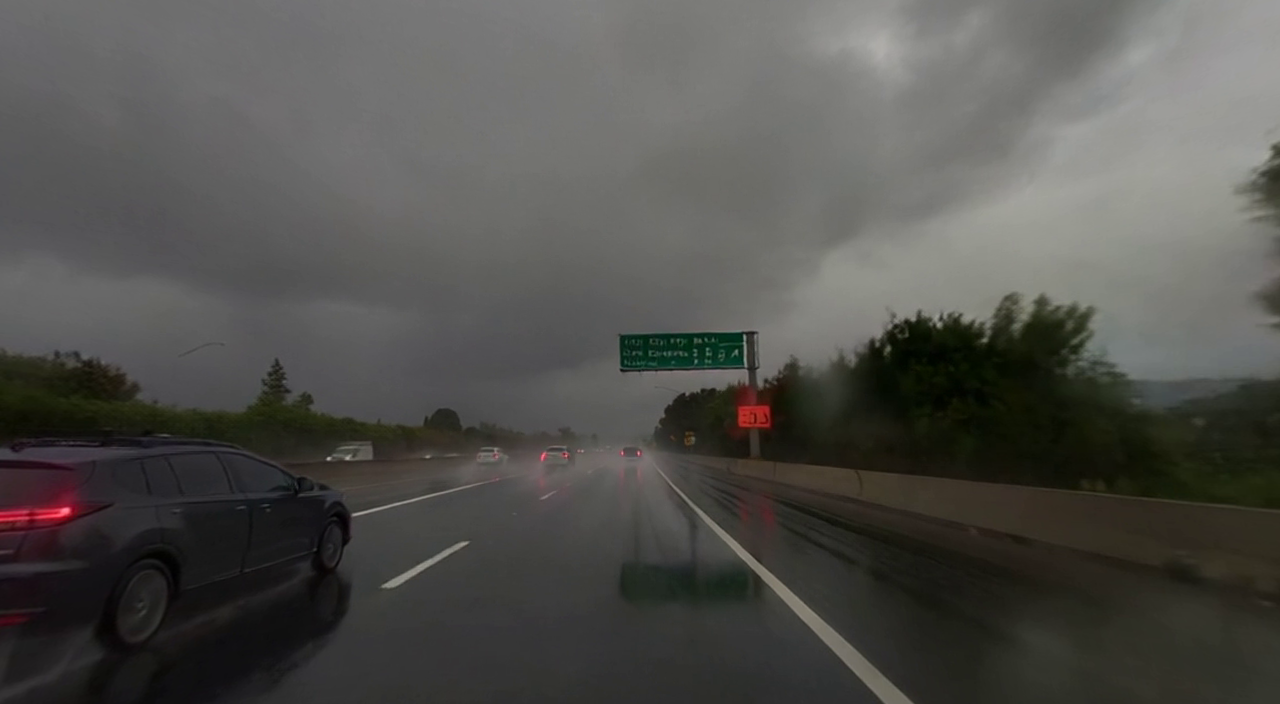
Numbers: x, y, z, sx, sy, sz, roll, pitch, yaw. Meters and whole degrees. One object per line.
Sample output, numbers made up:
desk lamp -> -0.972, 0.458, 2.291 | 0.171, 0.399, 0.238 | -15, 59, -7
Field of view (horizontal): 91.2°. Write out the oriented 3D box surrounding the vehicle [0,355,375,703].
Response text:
vehicle -> -4.077, 1.211, 4.831 | 2.074, 1.779, 4.588 | 0, -9, -1

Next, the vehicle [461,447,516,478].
vehicle -> -7.927, 5.782, 33.125 | 1.936, 1.516, 3.904 | 0, -9, -1

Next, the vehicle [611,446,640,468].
vehicle -> -1.057, 7.643, 45.629 | 2.023, 1.479, 3.718 | 0, -9, 0

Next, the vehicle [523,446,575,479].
vehicle -> -4.343, 5.351, 30.540 | 1.988, 1.477, 4.118 | 0, -9, -1
